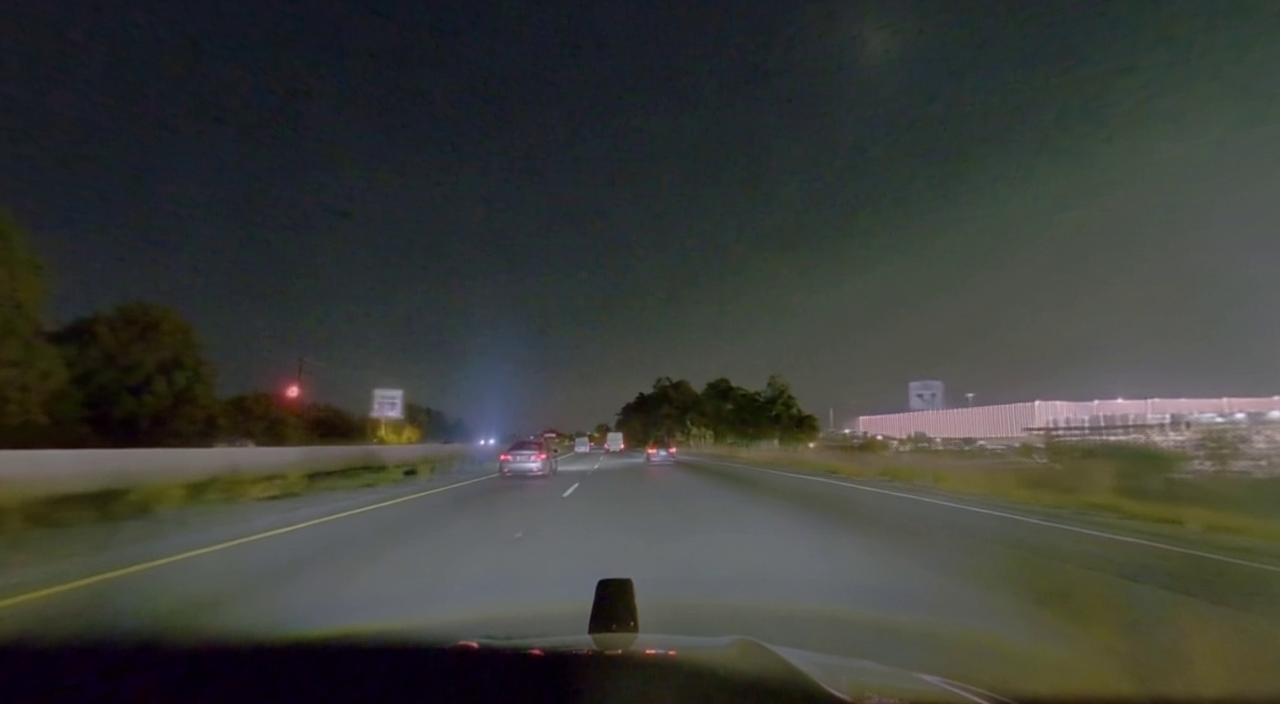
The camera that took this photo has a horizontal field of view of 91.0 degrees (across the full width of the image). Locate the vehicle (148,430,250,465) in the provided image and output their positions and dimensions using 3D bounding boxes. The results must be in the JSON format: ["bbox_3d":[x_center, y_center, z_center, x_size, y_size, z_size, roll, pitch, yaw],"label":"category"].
[{"bbox_3d":[-26.091,5.680,37.449,2.151,1.906,4.729,-2,-8,9],"label":"vehicle"}]

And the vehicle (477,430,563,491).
[{"bbox_3d":[-3.762,3.460,20.517,2.080,1.733,4.410,0,-8,-2],"label":"vehicle"}]

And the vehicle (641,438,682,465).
[{"bbox_3d":[1.310,6.378,40.444,2.078,1.608,3.982,0,-8,-6],"label":"vehicle"}]
